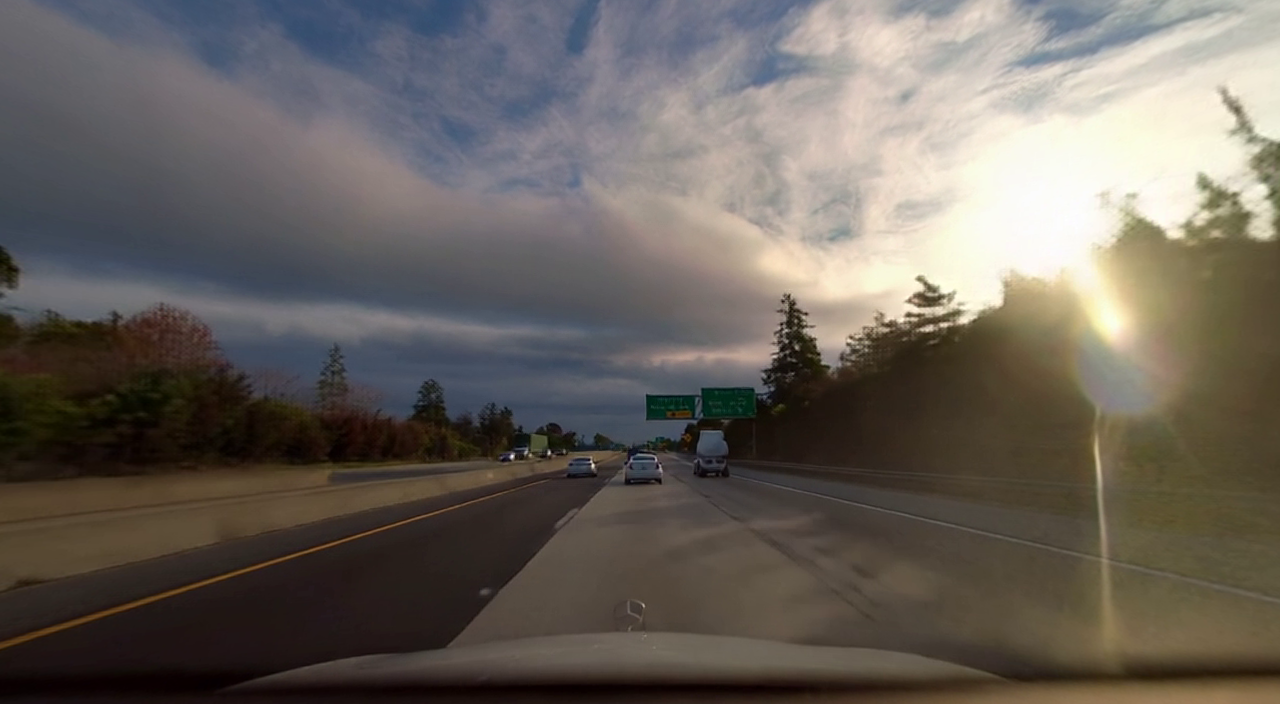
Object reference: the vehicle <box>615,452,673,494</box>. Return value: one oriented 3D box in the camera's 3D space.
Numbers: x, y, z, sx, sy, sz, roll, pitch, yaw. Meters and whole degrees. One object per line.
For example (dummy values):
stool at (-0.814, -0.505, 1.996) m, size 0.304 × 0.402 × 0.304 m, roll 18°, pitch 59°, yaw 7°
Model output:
vehicle at (0.101, 4.744, 25.133) m, size 2.089 × 1.516 × 4.191 m, roll 0°, pitch -9°, yaw -1°

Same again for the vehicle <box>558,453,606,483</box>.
vehicle at (-3.015, 6.146, 33.707) m, size 2.105 × 1.467 × 4.099 m, roll 0°, pitch -9°, yaw 1°

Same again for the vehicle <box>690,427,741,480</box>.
vehicle at (4.916, 6.429, 39.862) m, size 2.650 × 2.978 × 6.937 m, roll -3°, pitch -10°, yaw 10°
